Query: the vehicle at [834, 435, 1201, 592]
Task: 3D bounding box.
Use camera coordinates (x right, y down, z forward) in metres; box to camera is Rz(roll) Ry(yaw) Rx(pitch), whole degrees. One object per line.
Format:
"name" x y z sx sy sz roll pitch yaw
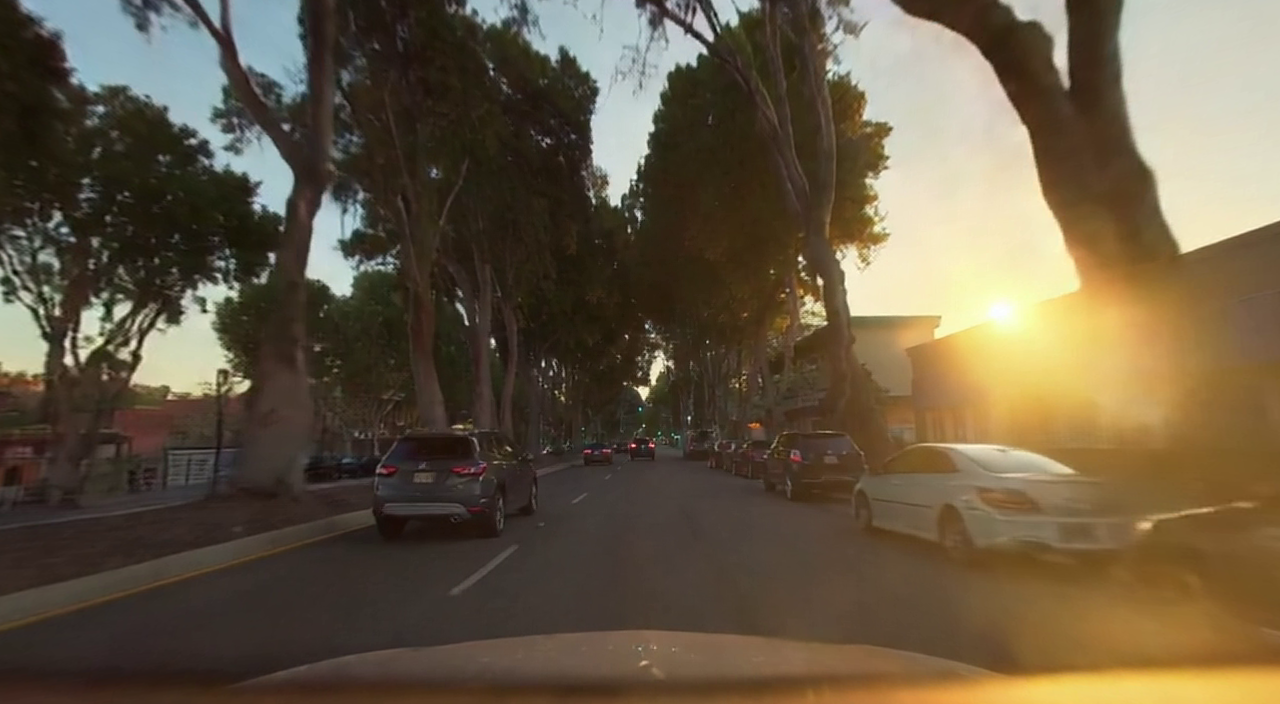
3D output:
"vehicle" 4.347 1.890 8.428 1.898 1.473 4.709 0 -8 -2

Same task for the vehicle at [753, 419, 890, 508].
"vehicle" 4.396 2.789 16.226 2.079 1.910 4.855 0 -8 0

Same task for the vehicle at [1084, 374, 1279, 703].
"vehicle" 4.247 0.861 2.358 1.960 1.733 4.432 0 -8 1

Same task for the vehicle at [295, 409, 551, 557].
"vehicle" -2.884 1.883 9.814 2.186 1.708 4.746 0 -8 2

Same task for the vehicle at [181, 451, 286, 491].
"vehicle" -18.923 5.529 29.625 1.856 1.674 4.475 0 -8 1

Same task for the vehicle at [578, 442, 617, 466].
"vehicle" -2.759 6.787 42.246 2.151 1.484 4.468 0 -8 2

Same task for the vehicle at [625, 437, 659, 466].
"vehicle" 0.156 6.419 40.965 2.075 1.770 4.018 0 -8 1
